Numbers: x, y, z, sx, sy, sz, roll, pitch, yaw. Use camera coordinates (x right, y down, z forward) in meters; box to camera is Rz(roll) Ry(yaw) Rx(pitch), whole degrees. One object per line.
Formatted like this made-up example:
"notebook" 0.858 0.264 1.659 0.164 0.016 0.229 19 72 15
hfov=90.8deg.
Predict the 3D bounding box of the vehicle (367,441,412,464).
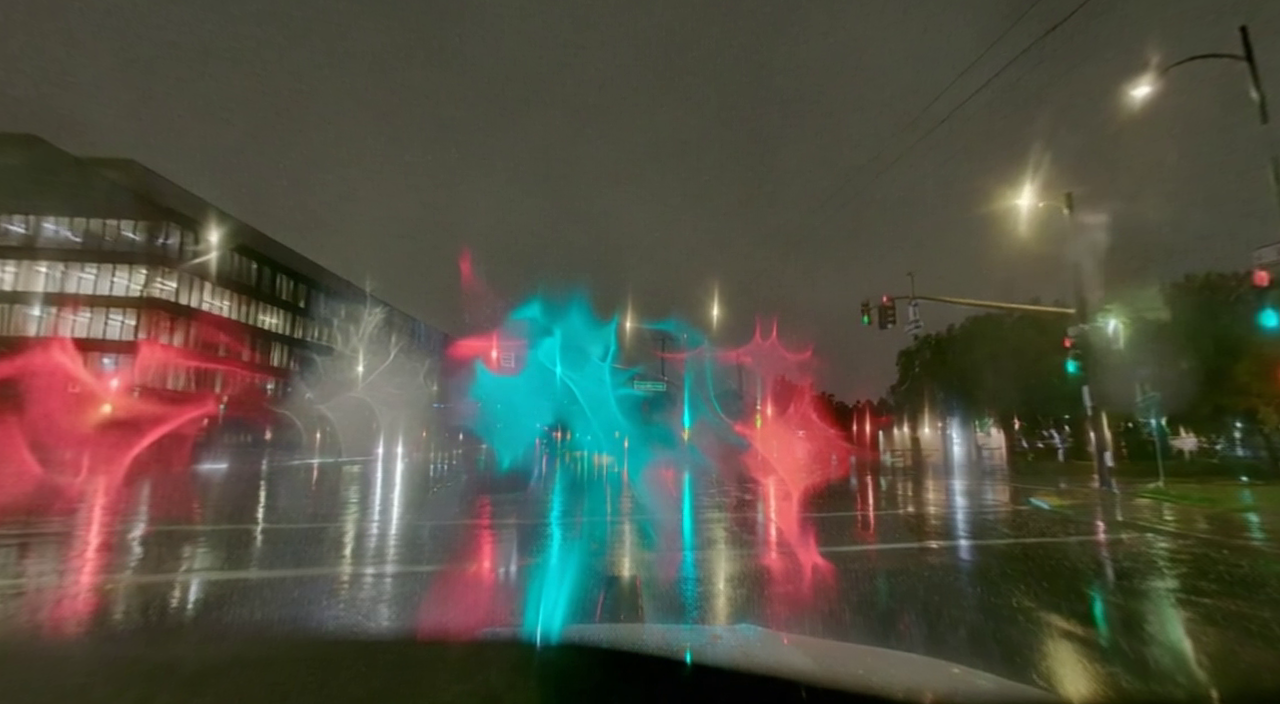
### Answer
"vehicle" -17.157 6.875 43.511 1.969 1.464 4.485 1 -9 -10
